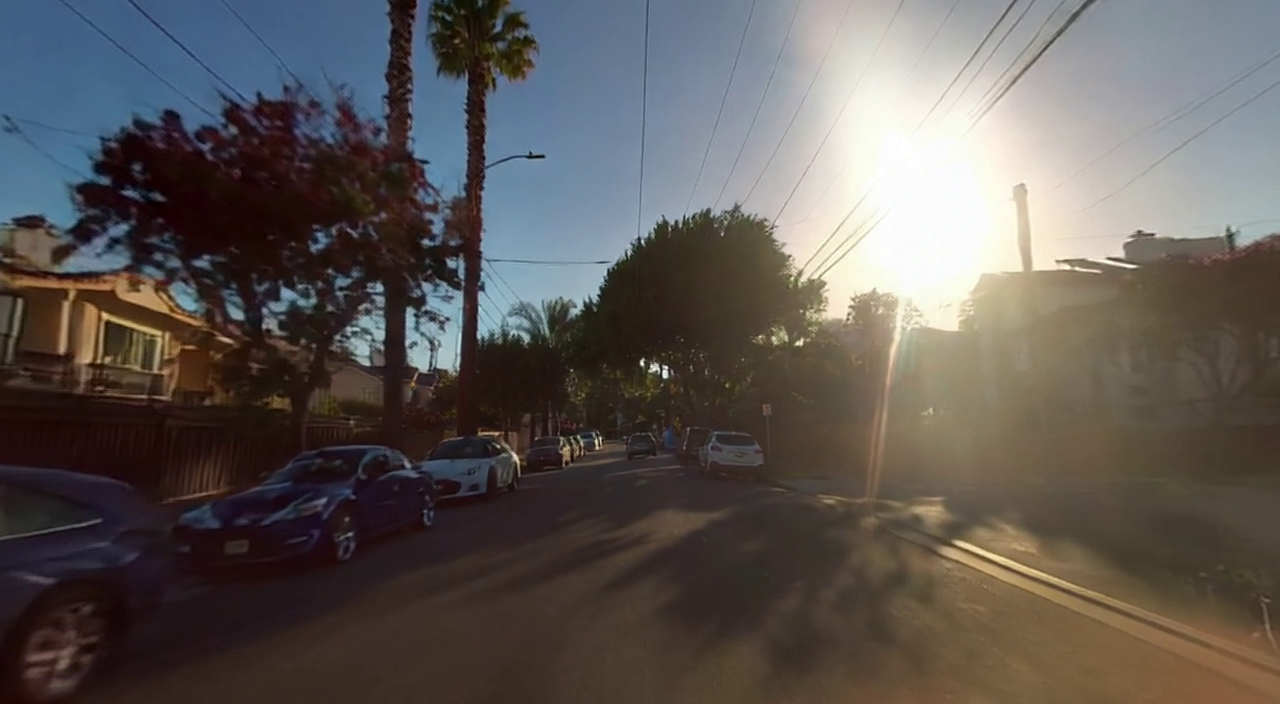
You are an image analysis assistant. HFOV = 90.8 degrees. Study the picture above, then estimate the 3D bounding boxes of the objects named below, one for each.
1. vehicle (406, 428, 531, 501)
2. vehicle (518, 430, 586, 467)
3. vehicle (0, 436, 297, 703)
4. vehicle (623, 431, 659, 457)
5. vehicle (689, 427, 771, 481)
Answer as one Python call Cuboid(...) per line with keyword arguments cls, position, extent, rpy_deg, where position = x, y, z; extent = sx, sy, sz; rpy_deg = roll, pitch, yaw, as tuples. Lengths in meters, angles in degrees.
Cuboid(cls="vehicle", position=(-4.182, 2.833, 16.332), extent=(1.769, 1.551, 5.040), rpy_deg=(0, -9, 0))
Cuboid(cls="vehicle", position=(-3.945, 4.485, 29.451), extent=(2.130, 1.543, 5.386), rpy_deg=(-1, -9, 3))
Cuboid(cls="vehicle", position=(-4.100, 1.090, 2.541), extent=(2.157, 1.487, 5.718), rpy_deg=(-1, -9, 1))
Cuboid(cls="vehicle", position=(0.040, 5.632, 38.738), extent=(2.081, 1.483, 4.599), rpy_deg=(0, -9, 0))
Cuboid(cls="vehicle", position=(2.920, 3.463, 21.635), extent=(2.060, 1.614, 4.652), rpy_deg=(0, -9, -1))
